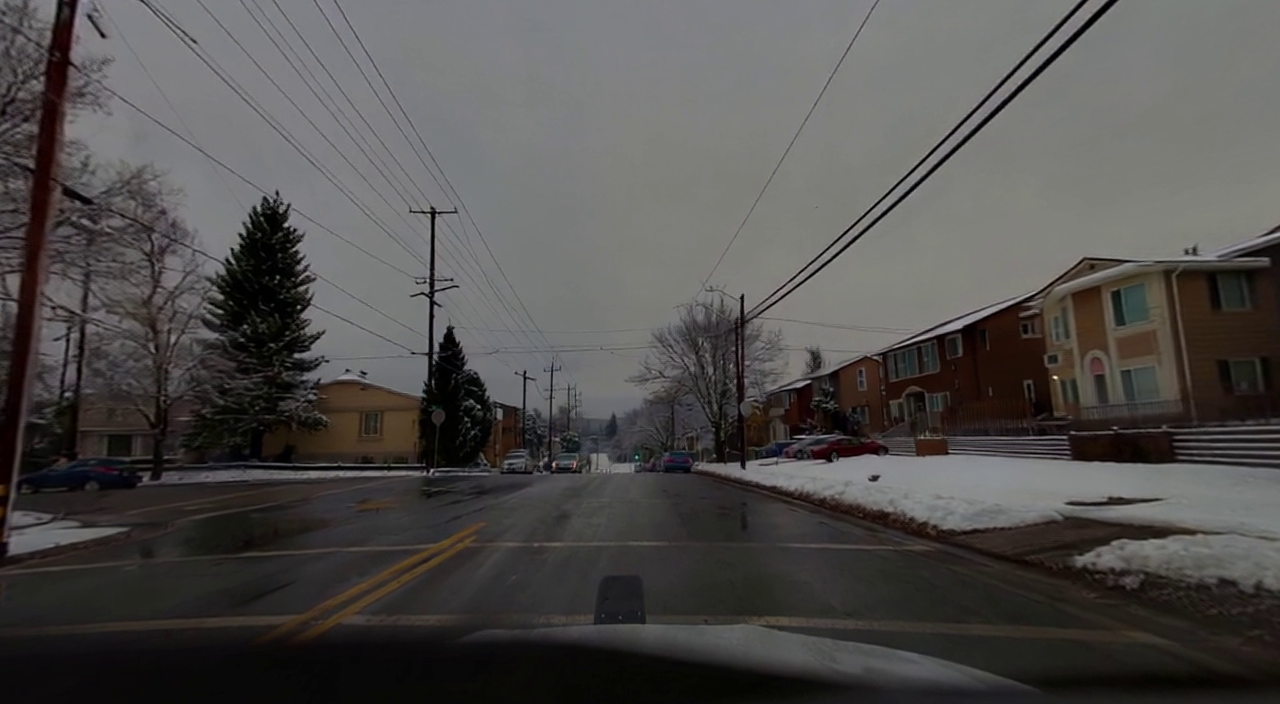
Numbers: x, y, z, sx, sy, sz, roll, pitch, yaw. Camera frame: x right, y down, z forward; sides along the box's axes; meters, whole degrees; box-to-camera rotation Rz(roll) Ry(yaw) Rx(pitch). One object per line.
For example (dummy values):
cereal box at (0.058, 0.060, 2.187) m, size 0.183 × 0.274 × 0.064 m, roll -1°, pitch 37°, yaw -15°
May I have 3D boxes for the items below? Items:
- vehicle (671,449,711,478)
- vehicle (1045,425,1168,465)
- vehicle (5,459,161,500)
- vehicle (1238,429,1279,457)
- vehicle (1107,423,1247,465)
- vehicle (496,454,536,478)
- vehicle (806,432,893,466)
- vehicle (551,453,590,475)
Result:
vehicle at (3.191, 7.047, 40.197) m, size 1.993 × 1.755 × 4.256 m, roll 0°, pitch -9°, yaw -2°
vehicle at (22.037, 4.363, 30.082) m, size 4.320 × 1.673 × 1.957 m, roll -2°, pitch -6°, yaw 24°
vehicle at (-22.321, 5.110, 25.456) m, size 4.424 × 1.486 × 1.814 m, roll 0°, pitch -9°, yaw -2°
vehicle at (32.857, 4.676, 32.485) m, size 3.433 × 1.389 × 1.683 m, roll 4°, pitch -9°, yaw -24°
vehicle at (22.357, 3.881, 26.415) m, size 4.002 × 1.505 × 2.061 m, roll -2°, pitch -10°, yaw -5°
vehicle at (-8.622, 7.943, 44.255) m, size 2.066 × 1.472 × 4.353 m, roll 0°, pitch -9°, yaw -1°
vehicle at (11.170, 5.139, 33.620) m, size 4.509 × 1.664 × 1.981 m, roll 6°, pitch -10°, yaw -34°
vehicle at (-5.065, 8.222, 46.521) m, size 2.179 × 1.494 × 4.523 m, roll -1°, pitch -9°, yaw 2°
